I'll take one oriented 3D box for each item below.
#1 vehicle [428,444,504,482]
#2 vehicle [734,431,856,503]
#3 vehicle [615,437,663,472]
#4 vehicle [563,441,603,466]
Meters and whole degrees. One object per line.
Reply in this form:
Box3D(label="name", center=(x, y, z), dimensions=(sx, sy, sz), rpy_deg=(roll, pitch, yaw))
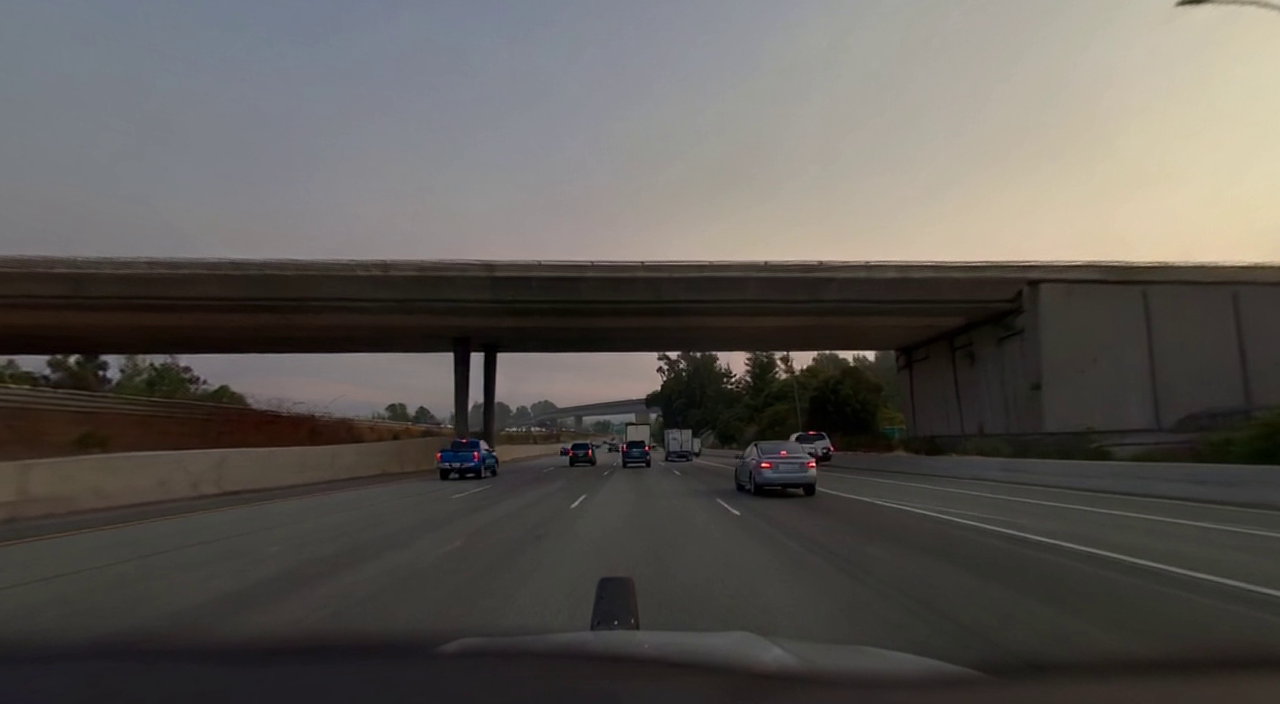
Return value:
Box3D(label="vehicle", center=(-7.314, 4.691, 27.077), dimensions=(1.947, 1.444, 4.595), rpy_deg=(0, -9, 0))
Box3D(label="vehicle", center=(3.924, 2.993, 16.806), dimensions=(2.119, 1.653, 4.000), rpy_deg=(0, -9, -2))
Box3D(label="vehicle", center=(-0.083, 5.872, 36.421), dimensions=(2.572, 1.837, 5.693), rpy_deg=(0, -9, 0))
Box3D(label="vehicle", center=(-4.100, 7.431, 46.544), dimensions=(2.535, 1.715, 5.030), rpy_deg=(0, -9, -1))
